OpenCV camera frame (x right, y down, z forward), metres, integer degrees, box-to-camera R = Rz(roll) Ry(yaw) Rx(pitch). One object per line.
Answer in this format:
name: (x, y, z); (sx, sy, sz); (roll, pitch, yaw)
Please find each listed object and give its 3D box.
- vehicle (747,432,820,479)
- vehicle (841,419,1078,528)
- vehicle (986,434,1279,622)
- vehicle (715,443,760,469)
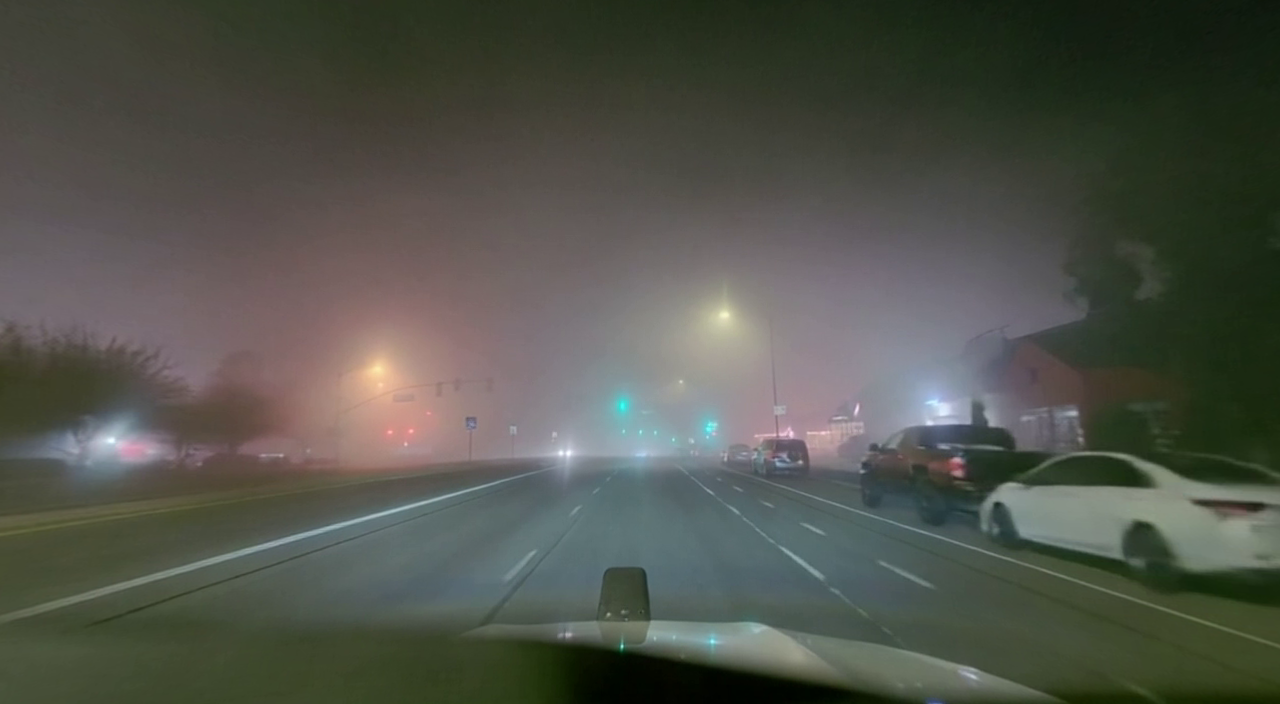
vehicle: (6.040, 4.430, 27.154); (1.931, 1.814, 4.870); (0, -9, 0)
vehicle: (5.880, 2.321, 12.588); (1.965, 1.705, 5.114); (1, -9, -1)
vehicle: (5.929, 1.644, 6.598); (1.855, 1.463, 4.729); (1, -9, -1)
vehicle: (6.111, 6.596, 40.050); (2.057, 1.541, 4.735); (0, -9, -1)
